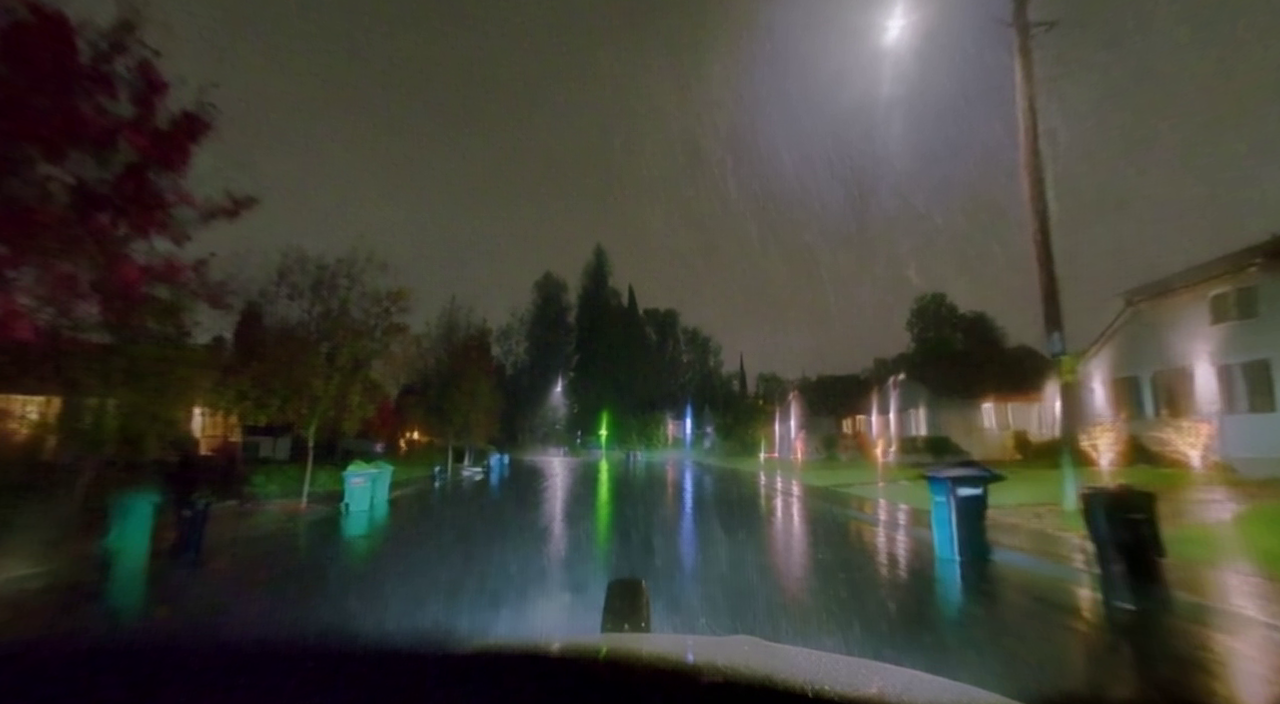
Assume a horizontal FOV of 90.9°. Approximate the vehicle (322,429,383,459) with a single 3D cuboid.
[{"bbox_3d":[-19.456,6.282,42.910,2.407,1.912,5.091,1,-8,-9],"label":"vehicle"}]
